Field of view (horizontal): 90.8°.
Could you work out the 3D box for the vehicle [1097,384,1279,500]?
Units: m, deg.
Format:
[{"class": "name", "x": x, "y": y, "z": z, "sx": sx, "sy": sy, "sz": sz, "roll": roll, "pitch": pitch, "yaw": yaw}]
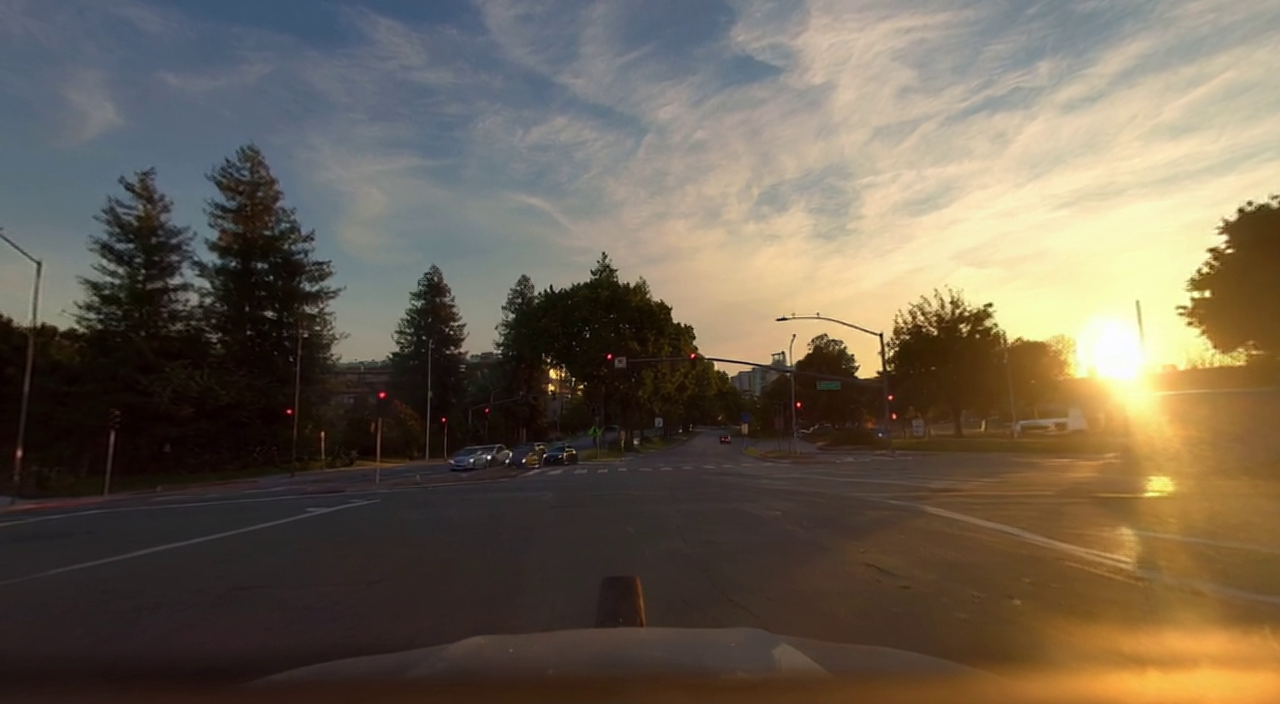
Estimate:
[{"class": "vehicle", "x": 14.289, "y": 2.022, "z": 14.256, "sx": 5.791, "sy": 2.404, "sz": 2.465, "roll": -3, "pitch": -9, "yaw": 18}]
